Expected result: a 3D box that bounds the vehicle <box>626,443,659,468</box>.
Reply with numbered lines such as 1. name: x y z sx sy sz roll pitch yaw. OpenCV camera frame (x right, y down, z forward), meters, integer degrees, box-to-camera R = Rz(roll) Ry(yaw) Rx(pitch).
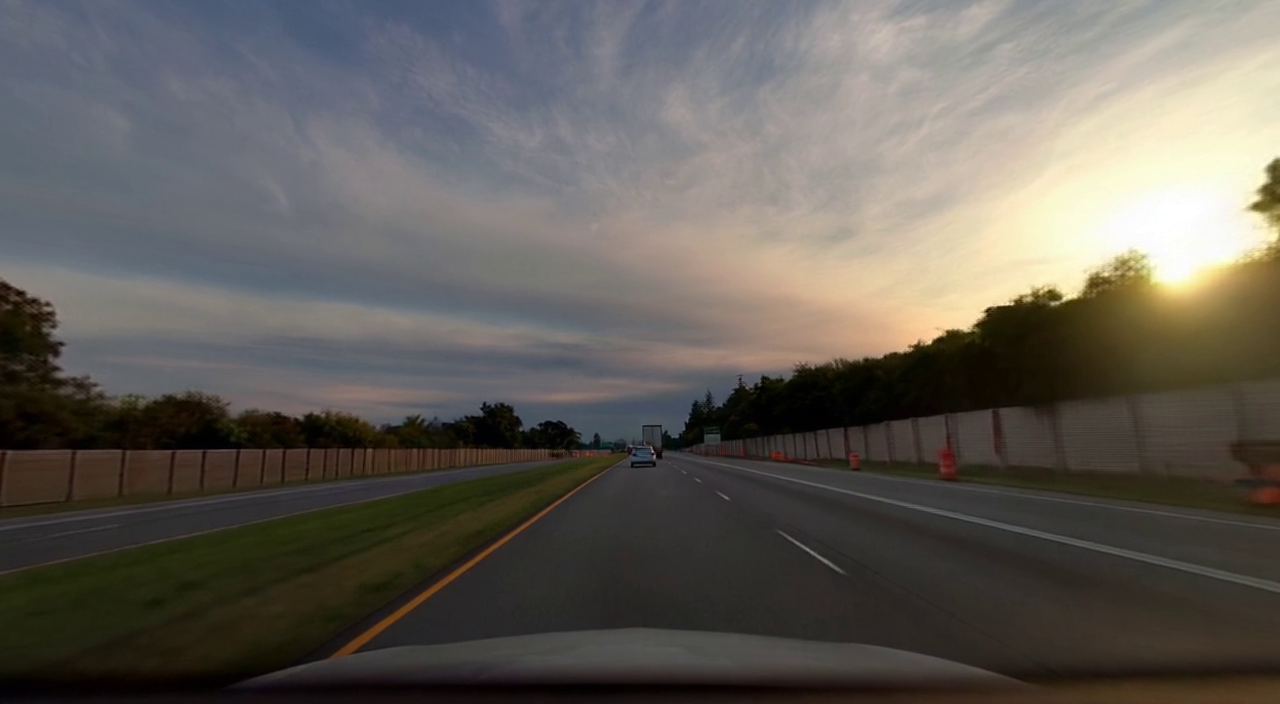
1. vehicle: 0.148 6.854 41.964 2.065 1.573 3.734 0 -9 0
